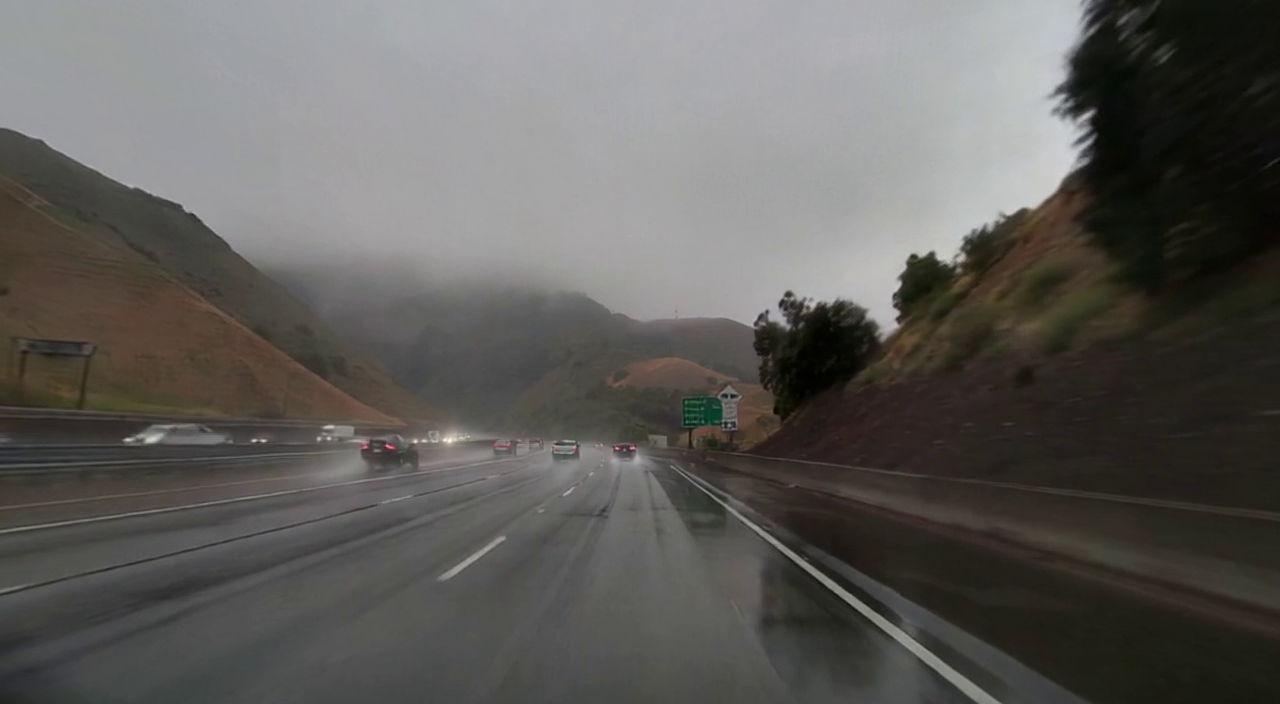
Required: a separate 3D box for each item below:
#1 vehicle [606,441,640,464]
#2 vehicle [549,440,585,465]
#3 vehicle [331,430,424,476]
[{"bbox_3d":[-1.278,7.400,46.567,2.421,1.594,4.248,0,-9,-2],"label":"vehicle"},{"bbox_3d":[-5.045,7.017,44.074,2.060,1.631,4.214,0,-9,-1],"label":"vehicle"},{"bbox_3d":[-12.079,4.680,29.417,2.219,1.923,4.985,0,-9,-1],"label":"vehicle"}]
